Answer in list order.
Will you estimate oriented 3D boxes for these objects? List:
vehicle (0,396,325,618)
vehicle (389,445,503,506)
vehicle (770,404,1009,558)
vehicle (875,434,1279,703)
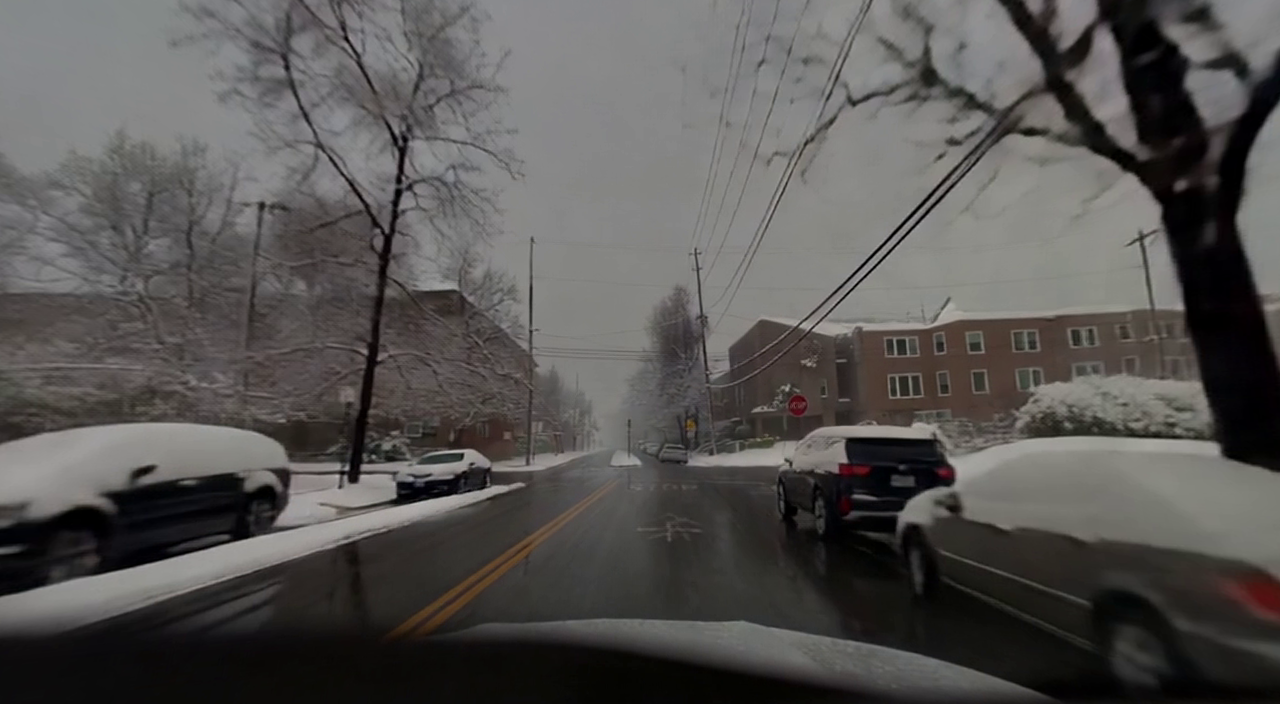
[{"bbox_3d":[-6.569,1.757,8.157,2.158,1.929,5.184,-1,-9,2],"label":"vehicle"},{"bbox_3d":[-5.815,3.710,19.551,1.922,1.505,4.502,-4,-8,3],"label":"vehicle"},{"bbox_3d":[3.896,2.113,11.027,2.300,1.913,4.896,4,-9,2],"label":"vehicle"},{"bbox_3d":[3.434,1.396,4.697,1.861,1.457,4.470,-1,-9,3],"label":"vehicle"}]
